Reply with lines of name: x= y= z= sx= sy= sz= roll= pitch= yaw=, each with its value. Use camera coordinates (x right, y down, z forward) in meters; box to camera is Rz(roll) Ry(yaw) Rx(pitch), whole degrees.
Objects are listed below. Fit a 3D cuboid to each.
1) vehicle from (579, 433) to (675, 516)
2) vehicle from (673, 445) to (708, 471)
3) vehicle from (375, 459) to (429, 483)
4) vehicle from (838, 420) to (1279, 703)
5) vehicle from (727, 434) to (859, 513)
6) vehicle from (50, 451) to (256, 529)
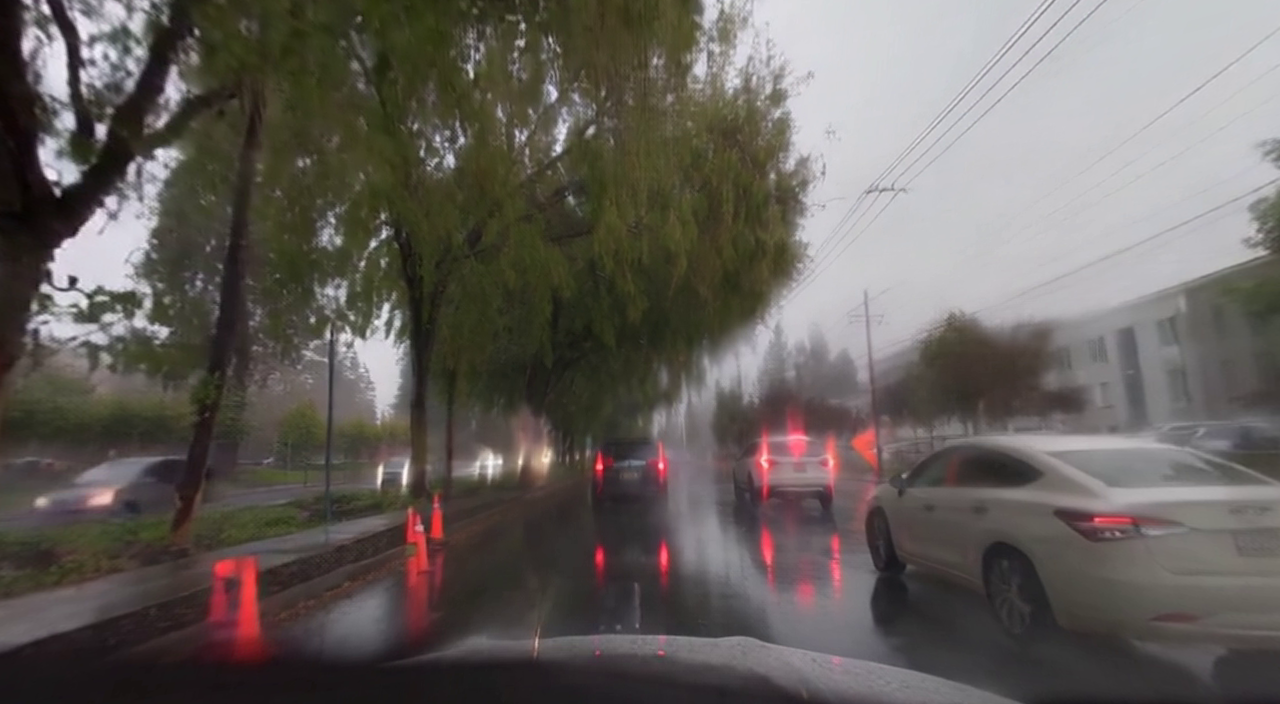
vehicle: x=-0.311 y=2.927 z=15.592 sx=2.050 sy=1.745 sz=3.915 roll=0 pitch=-8 yaw=-1
vehicle: x=3.817 y=8.076 z=48.370 sx=2.175 sy=1.788 sz=4.271 roll=0 pitch=-8 yaw=-2
vehicle: x=-16.362 y=8.168 z=43.661 sx=1.973 sy=1.457 sz=4.564 roll=0 pitch=-8 yaw=-1
vehicle: x=3.404 y=1.387 z=5.244 sx=1.977 sy=1.460 sz=4.565 roll=0 pitch=-8 yaw=-1
vehicle: x=3.748 y=3.058 z=16.493 sx=2.116 sy=1.726 sz=4.672 roll=0 pitch=-8 yaw=-2
vehicle: x=-12.572 y=3.526 z=16.782 sx=1.911 sy=1.693 sz=4.452 roll=-1 pitch=-8 yaw=0
